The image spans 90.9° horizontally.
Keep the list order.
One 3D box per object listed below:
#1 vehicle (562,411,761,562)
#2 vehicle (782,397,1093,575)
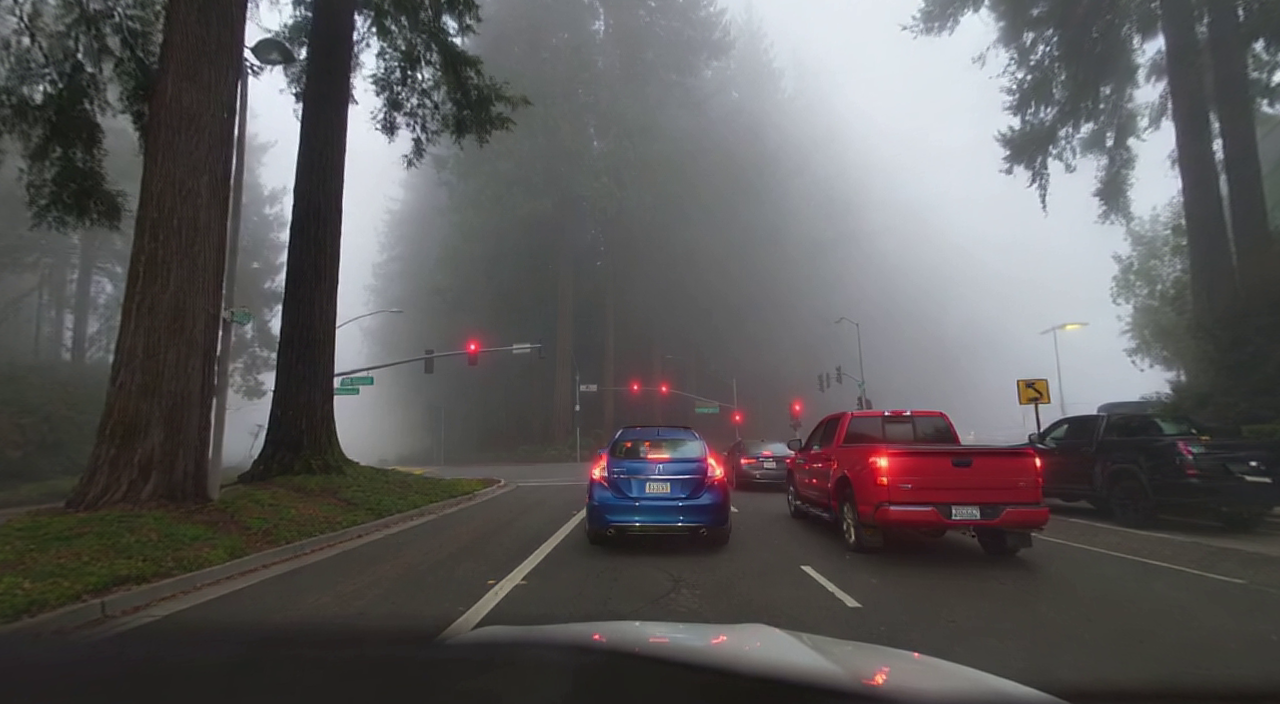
[{"bbox_3d":[0.247,1.772,8.978,2.168,1.641,4.039,0,-8,0],"label":"vehicle"},{"bbox_3d":[3.389,1.627,8.377,2.099,1.725,4.290,0,-8,1],"label":"vehicle"}]
